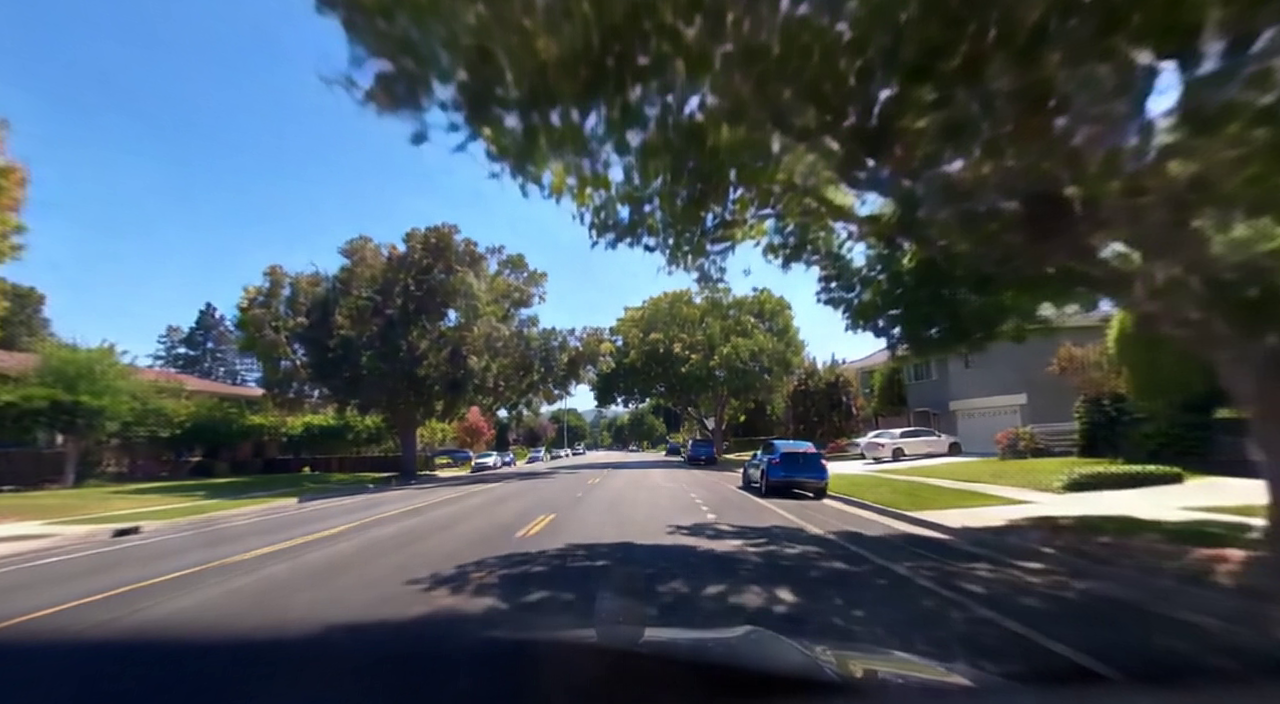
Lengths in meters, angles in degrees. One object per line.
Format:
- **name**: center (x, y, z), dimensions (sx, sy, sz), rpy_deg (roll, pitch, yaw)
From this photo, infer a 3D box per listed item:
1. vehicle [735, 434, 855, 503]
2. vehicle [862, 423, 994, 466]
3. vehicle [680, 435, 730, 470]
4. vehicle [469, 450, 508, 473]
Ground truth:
- **vehicle**: center (4.096, 3.164, 17.609), dimensions (2.173, 1.656, 4.514), rpy_deg (0, -8, -1)
- **vehicle**: center (12.166, 3.956, 26.934), dimensions (4.660, 1.749, 1.893), rpy_deg (0, -8, -2)
- **vehicle**: center (3.902, 6.156, 38.856), dimensions (2.319, 1.938, 5.961), rpy_deg (0, -8, -1)
- **vehicle**: center (-11.010, 8.000, 46.269), dimensions (1.815, 1.532, 4.517), rpy_deg (0, -8, -2)
